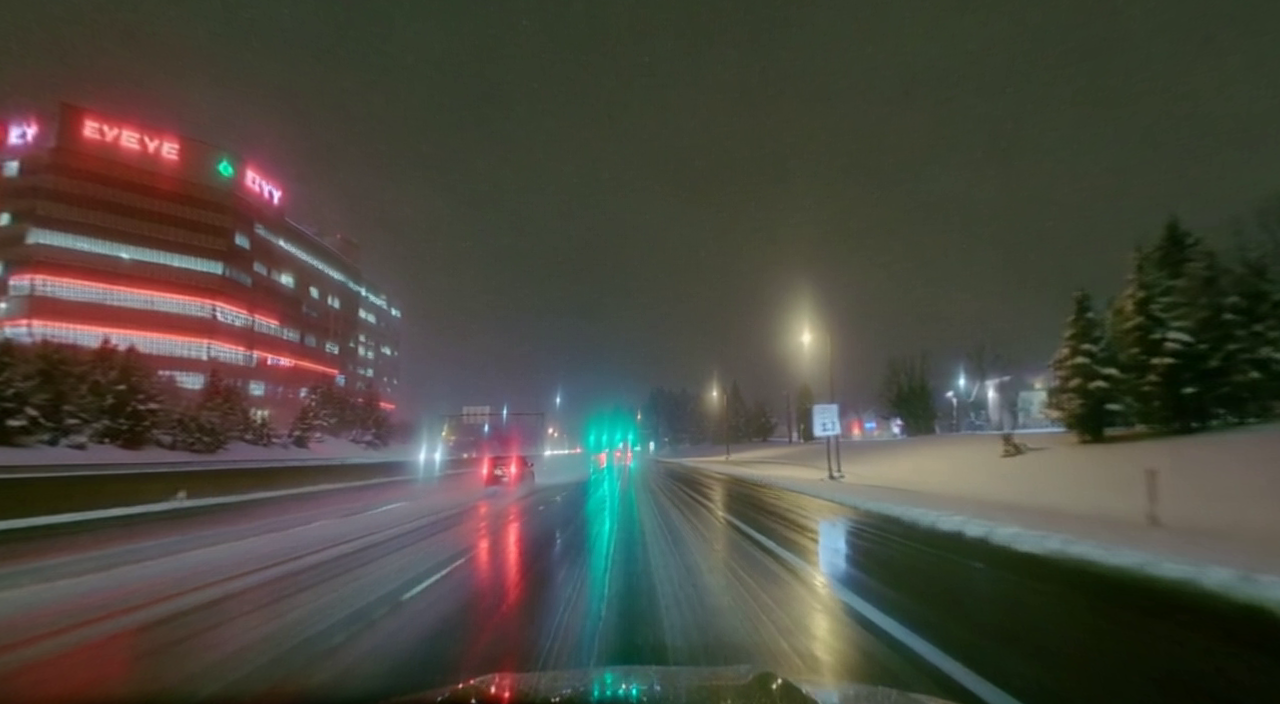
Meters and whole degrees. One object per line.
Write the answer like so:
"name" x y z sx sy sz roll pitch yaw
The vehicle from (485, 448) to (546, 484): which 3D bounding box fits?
"vehicle" -5.678 5.234 29.245 1.943 1.510 4.201 0 -9 0
